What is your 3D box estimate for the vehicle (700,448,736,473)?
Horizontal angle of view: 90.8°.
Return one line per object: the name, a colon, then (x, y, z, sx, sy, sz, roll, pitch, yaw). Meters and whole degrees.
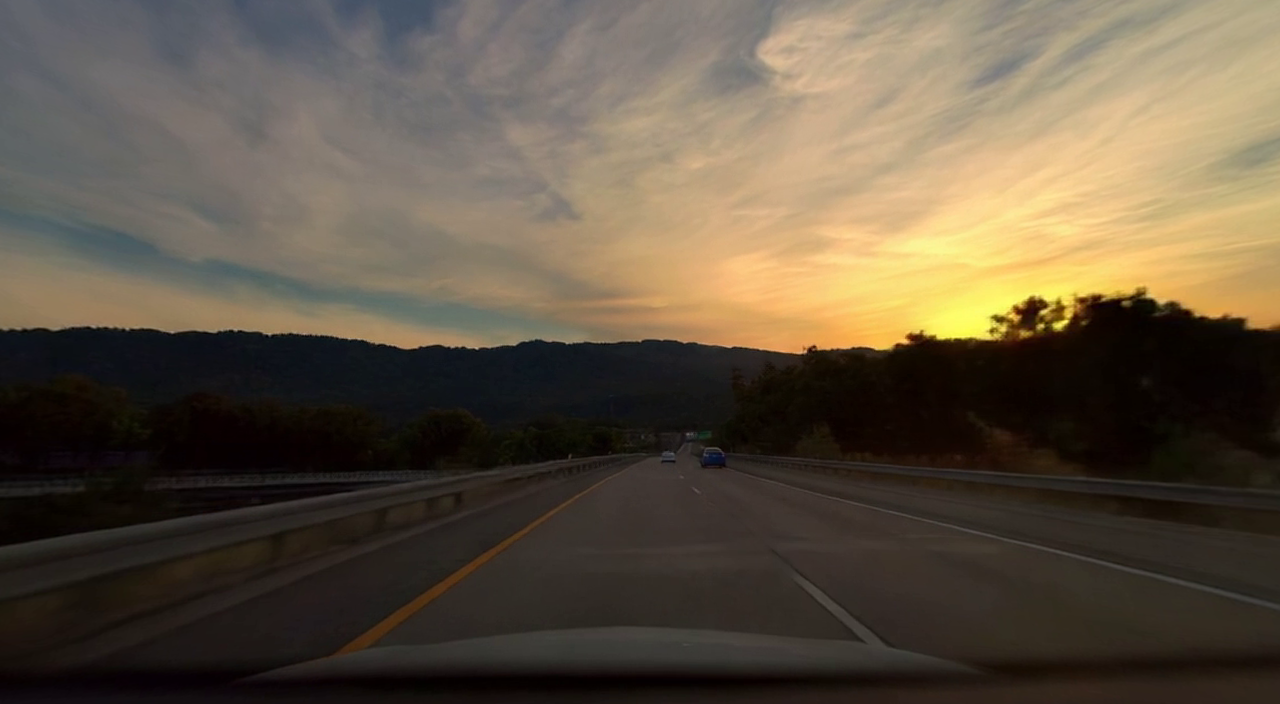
vehicle: (5.075, 7.122, 41.712, 2.030, 1.526, 4.165, 0, -9, 2)
